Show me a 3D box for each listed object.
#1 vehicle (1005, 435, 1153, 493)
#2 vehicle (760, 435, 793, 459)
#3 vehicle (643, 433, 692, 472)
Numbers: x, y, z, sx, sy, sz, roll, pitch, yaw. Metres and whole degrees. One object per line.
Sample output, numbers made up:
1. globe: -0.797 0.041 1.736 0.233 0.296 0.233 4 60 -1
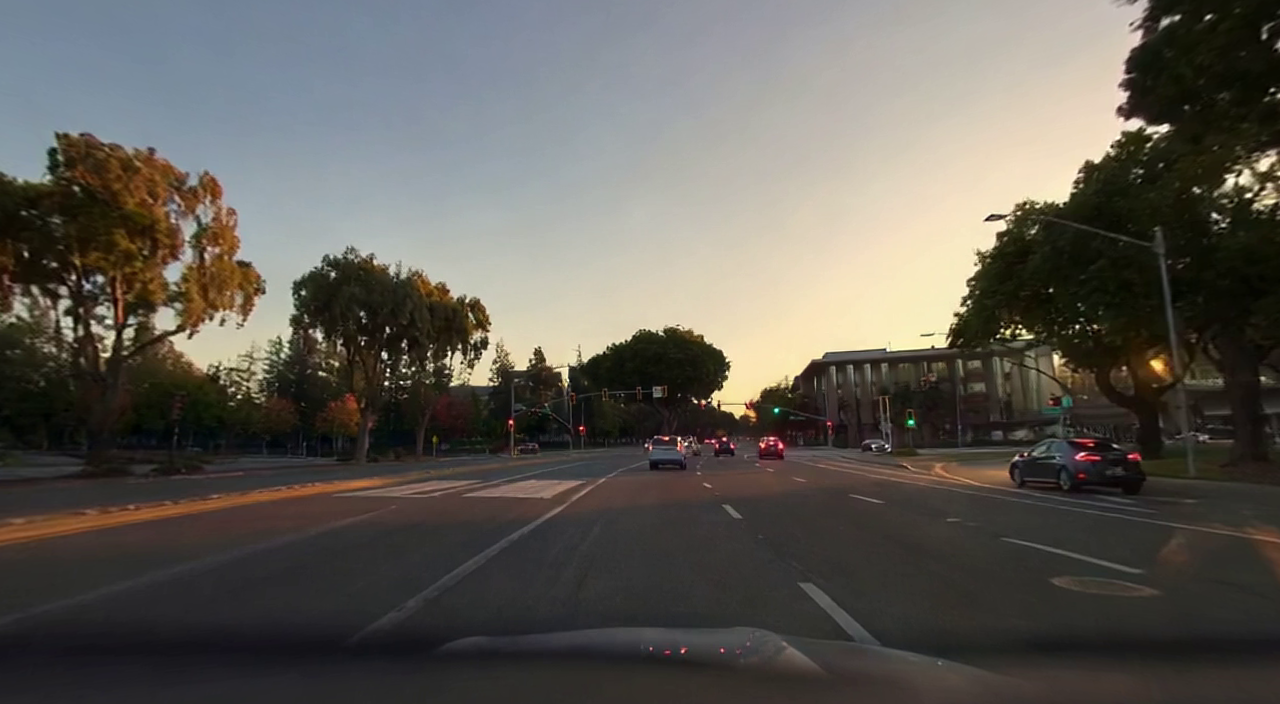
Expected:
1. vehicle: 13.826 3.537 20.316 2.118 1.606 4.640 -2 -9 11
2. vehicle: 10.675 7.523 49.833 2.074 1.791 4.393 -1 -9 6
3. vehicle: 1.454 5.045 31.866 2.211 1.795 4.179 -1 -9 5
